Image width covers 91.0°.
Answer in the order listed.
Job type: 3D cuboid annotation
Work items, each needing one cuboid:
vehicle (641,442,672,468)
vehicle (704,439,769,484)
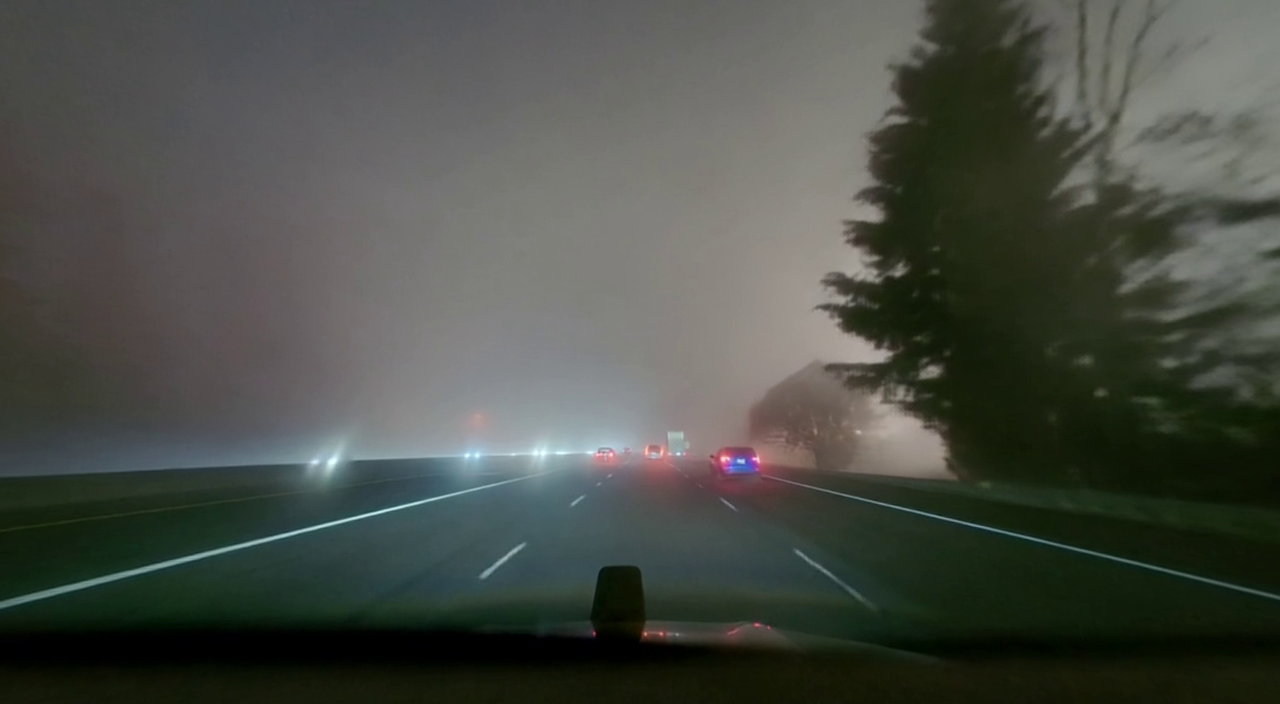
[{"bbox_3d":[1.153,7.533,46.102,2.205,1.785,4.423,0,-9,0],"label":"vehicle"},{"bbox_3d":[4.017,4.646,26.989,2.082,1.720,4.393,0,-9,0],"label":"vehicle"}]
